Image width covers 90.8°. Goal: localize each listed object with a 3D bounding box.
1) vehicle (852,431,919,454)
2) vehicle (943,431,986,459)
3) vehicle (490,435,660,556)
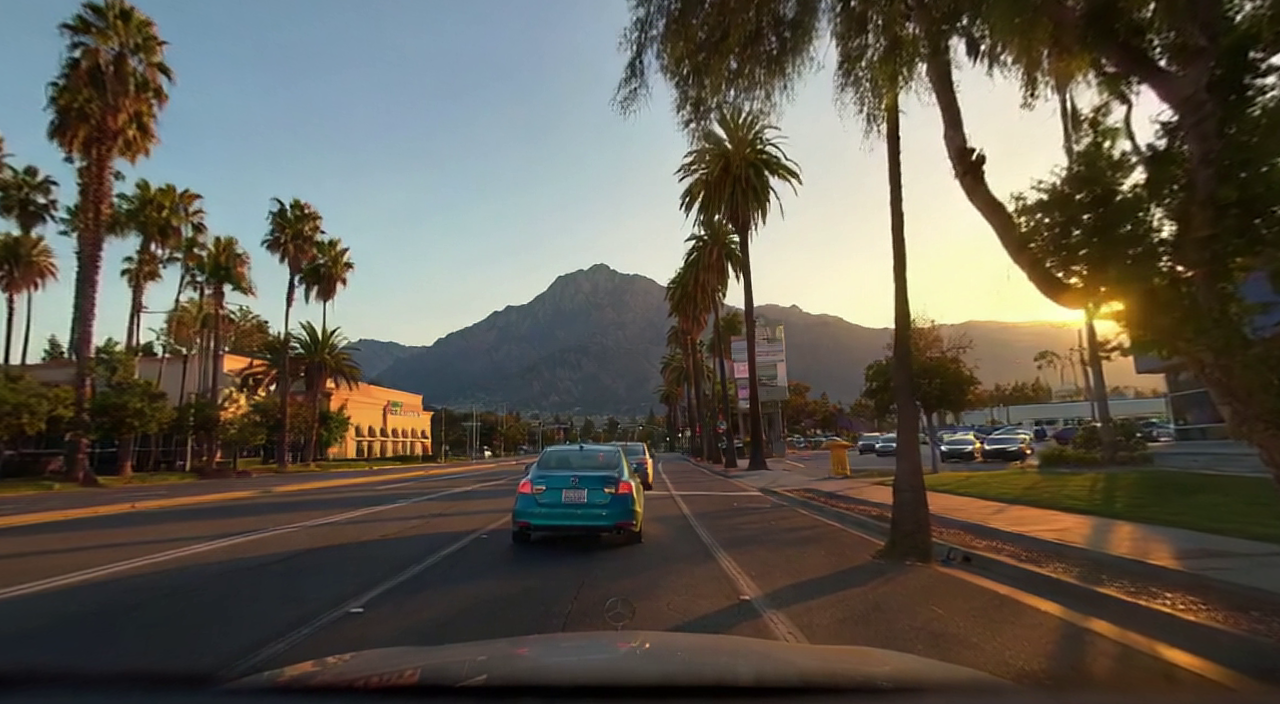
[{"bbox_3d":[19.183,7.104,49.455,1.925,1.652,4.490,6,-10,-34],"label":"vehicle"},{"bbox_3d":[19.139,5.468,37.155,1.961,1.526,4.640,-5,-10,29],"label":"vehicle"},{"bbox_3d":[-0.883,2.040,9.723,2.067,1.459,3.886,0,-8,-3],"label":"vehicle"}]
